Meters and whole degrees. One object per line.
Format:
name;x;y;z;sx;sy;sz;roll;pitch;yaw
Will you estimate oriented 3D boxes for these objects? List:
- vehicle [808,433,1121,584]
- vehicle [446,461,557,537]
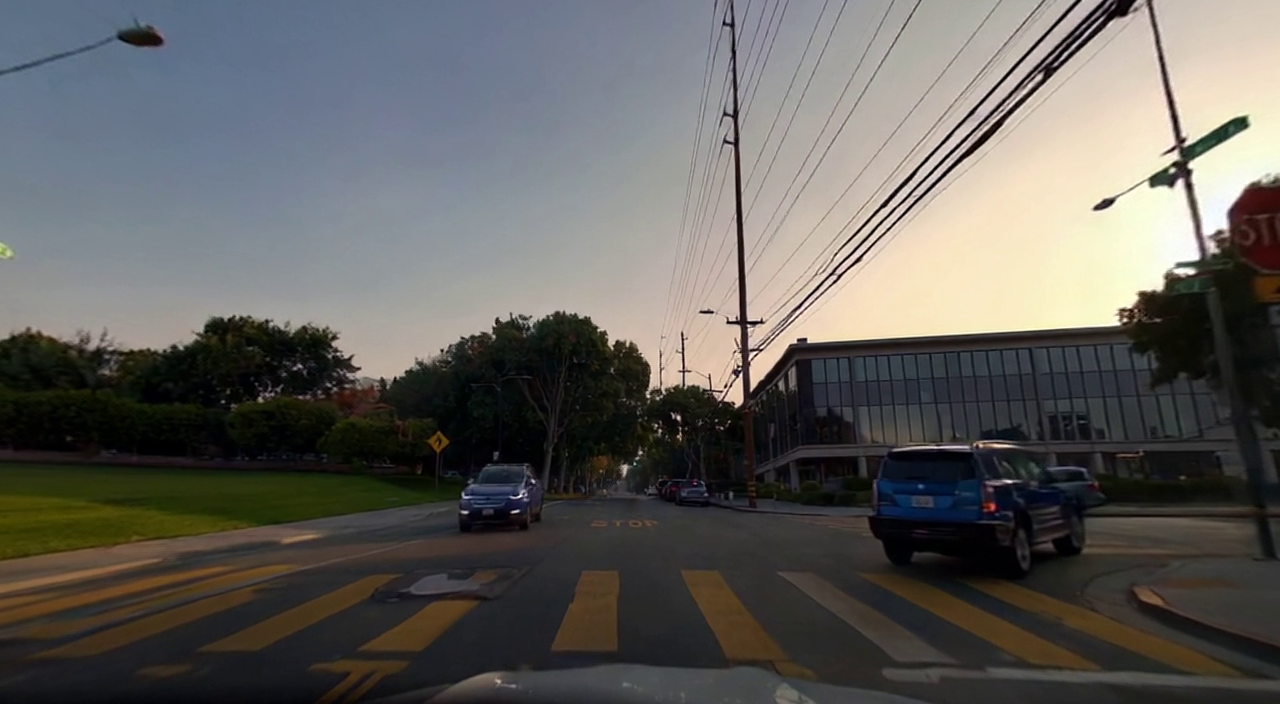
vehicle;5.183;2.207;9.914;4.872;1.789;2.214;6;-10;-34
vehicle;-3.379;3.648;16.240;1.911;1.563;4.057;0;-8;0
